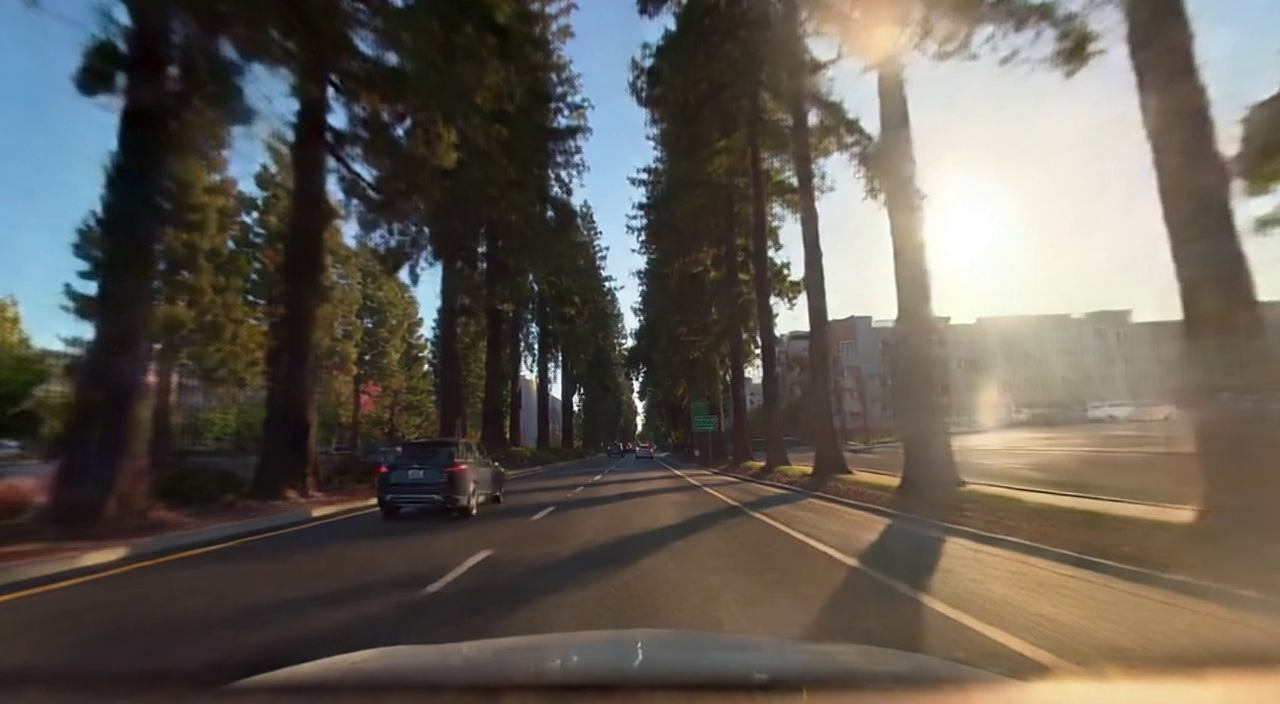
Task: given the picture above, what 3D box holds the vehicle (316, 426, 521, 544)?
[{"bbox_3d":[-3.410,2.128,10.732,1.942,1.588,4.172,0,-9,0],"label":"vehicle"}]
